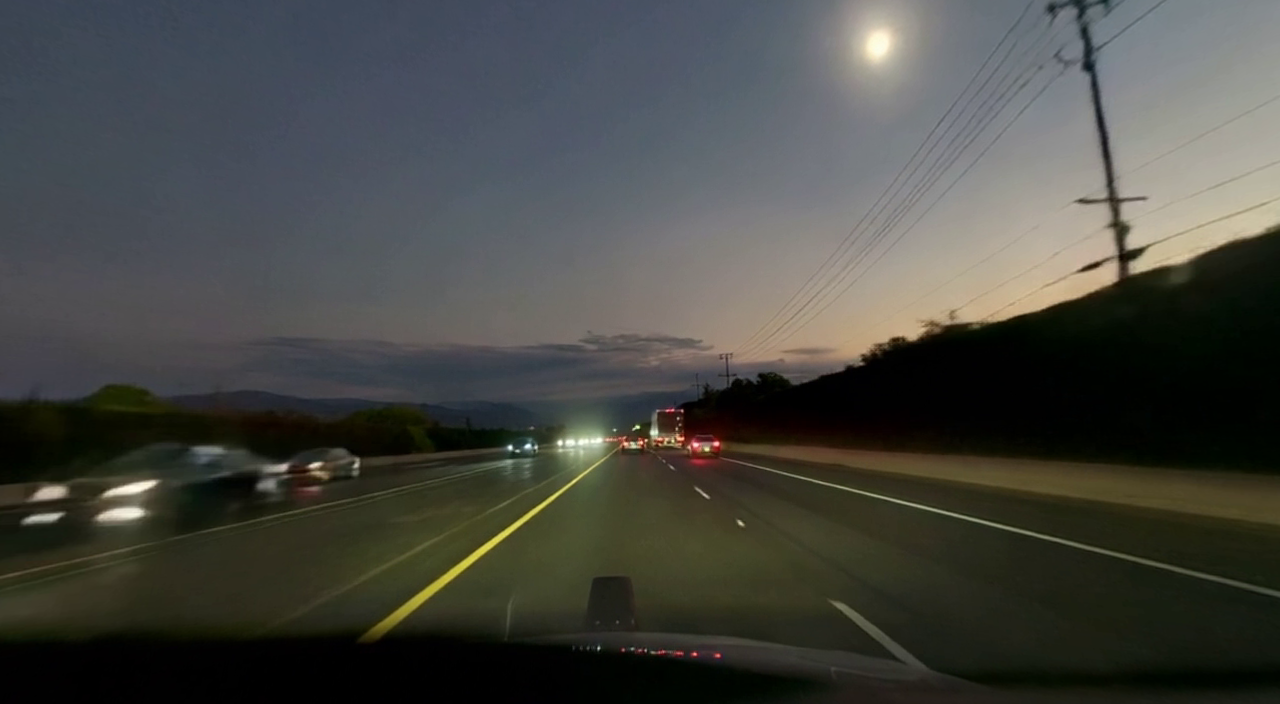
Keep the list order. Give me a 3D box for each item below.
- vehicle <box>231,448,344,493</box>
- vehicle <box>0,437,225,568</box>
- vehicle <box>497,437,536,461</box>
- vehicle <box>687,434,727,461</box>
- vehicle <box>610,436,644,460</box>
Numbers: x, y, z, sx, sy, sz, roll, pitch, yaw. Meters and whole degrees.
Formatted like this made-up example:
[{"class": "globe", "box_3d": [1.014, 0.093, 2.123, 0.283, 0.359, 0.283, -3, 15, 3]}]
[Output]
[{"class": "vehicle", "box_3d": [-13.373, 4.468, 24.243, 1.866, 1.463, 4.346, 0, -8, -1]}, {"class": "vehicle", "box_3d": [-9.230, 2.227, 10.255, 2.031, 1.646, 4.303, 0, -8, -1]}, {"class": "vehicle", "box_3d": [-9.369, 7.389, 48.248, 2.056, 1.650, 4.770, 0, -8, 0]}, {"class": "vehicle", "box_3d": [4.038, 5.819, 38.610, 1.930, 1.573, 3.853, 0, -8, -2]}, {"class": "vehicle", "box_3d": [-0.870, 6.339, 41.898, 2.163, 1.466, 3.693, 0, -8, -1]}]
